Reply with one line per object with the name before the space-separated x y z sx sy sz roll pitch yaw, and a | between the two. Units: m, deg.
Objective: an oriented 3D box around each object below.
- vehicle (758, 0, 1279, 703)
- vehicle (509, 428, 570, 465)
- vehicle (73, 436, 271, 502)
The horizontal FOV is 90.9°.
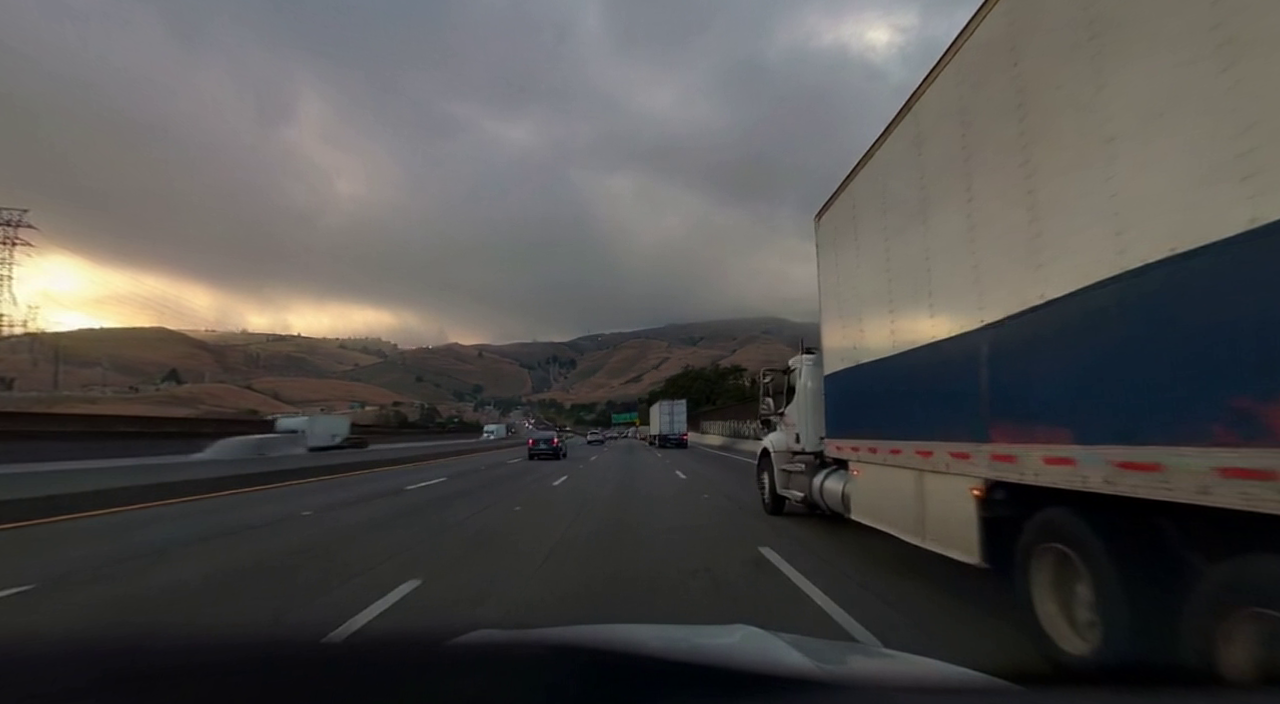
vehicle | 3.689 -0.063 4.973 3.060 3.842 11.095 0 -8 -2
vehicle | -4.346 4.162 27.905 1.965 1.486 4.448 0 -8 0
vehicle | -11.812 2.934 16.365 1.879 1.472 4.325 0 -8 -1
